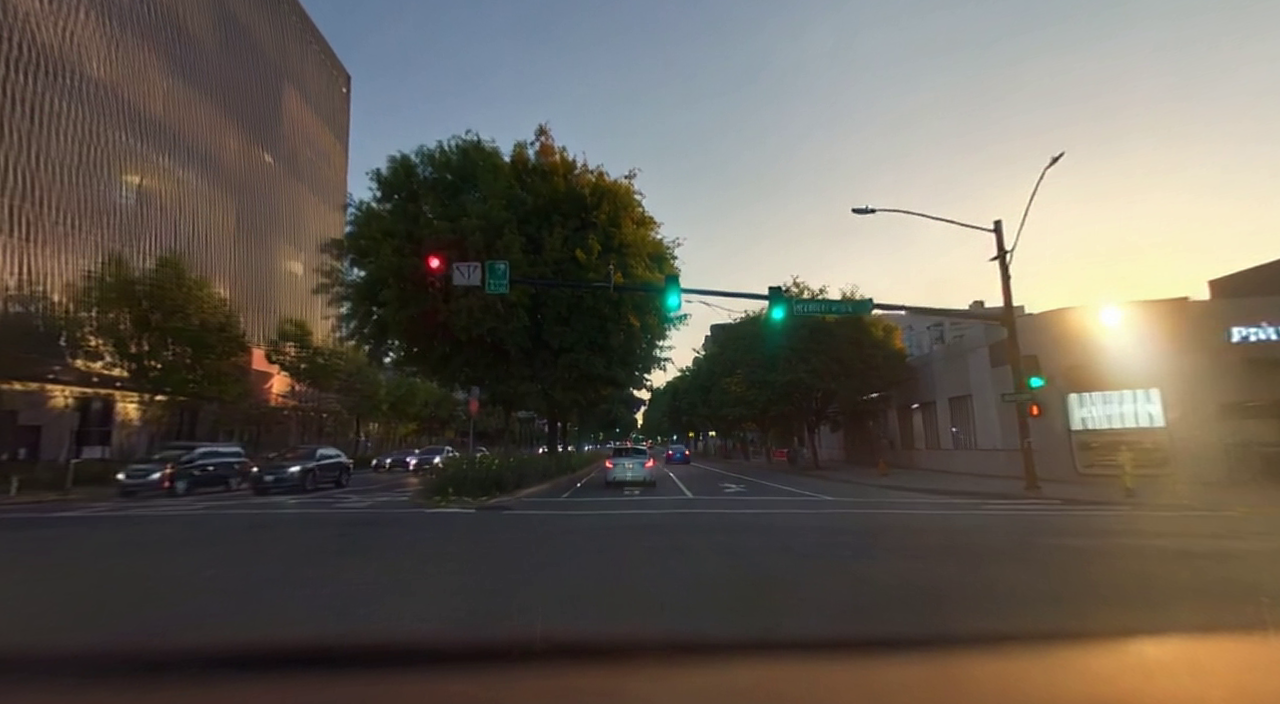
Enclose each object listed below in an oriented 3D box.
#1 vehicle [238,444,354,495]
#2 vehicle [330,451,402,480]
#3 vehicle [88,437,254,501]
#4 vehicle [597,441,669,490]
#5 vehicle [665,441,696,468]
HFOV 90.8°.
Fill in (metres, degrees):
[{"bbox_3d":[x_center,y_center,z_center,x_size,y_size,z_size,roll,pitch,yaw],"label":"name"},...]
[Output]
[{"bbox_3d":[-12.395,4.218,23.145,2.000,1.507,4.286,-2,-7,-2],"label":"vehicle"},{"bbox_3d":[-16.463,6.795,38.289,2.017,1.315,5.374,-5,-7,-1],"label":"vehicle"},{"bbox_3d":[-15.718,3.872,21.617,2.119,1.815,4.795,-3,-7,-1],"label":"vehicle"},{"bbox_3d":[-0.233,3.714,21.107,2.144,1.398,3.963,2,-7,-1],"label":"vehicle"},{"bbox_3d":[3.059,7.824,48.458,2.078,1.799,4.089,1,-7,0],"label":"vehicle"}]
